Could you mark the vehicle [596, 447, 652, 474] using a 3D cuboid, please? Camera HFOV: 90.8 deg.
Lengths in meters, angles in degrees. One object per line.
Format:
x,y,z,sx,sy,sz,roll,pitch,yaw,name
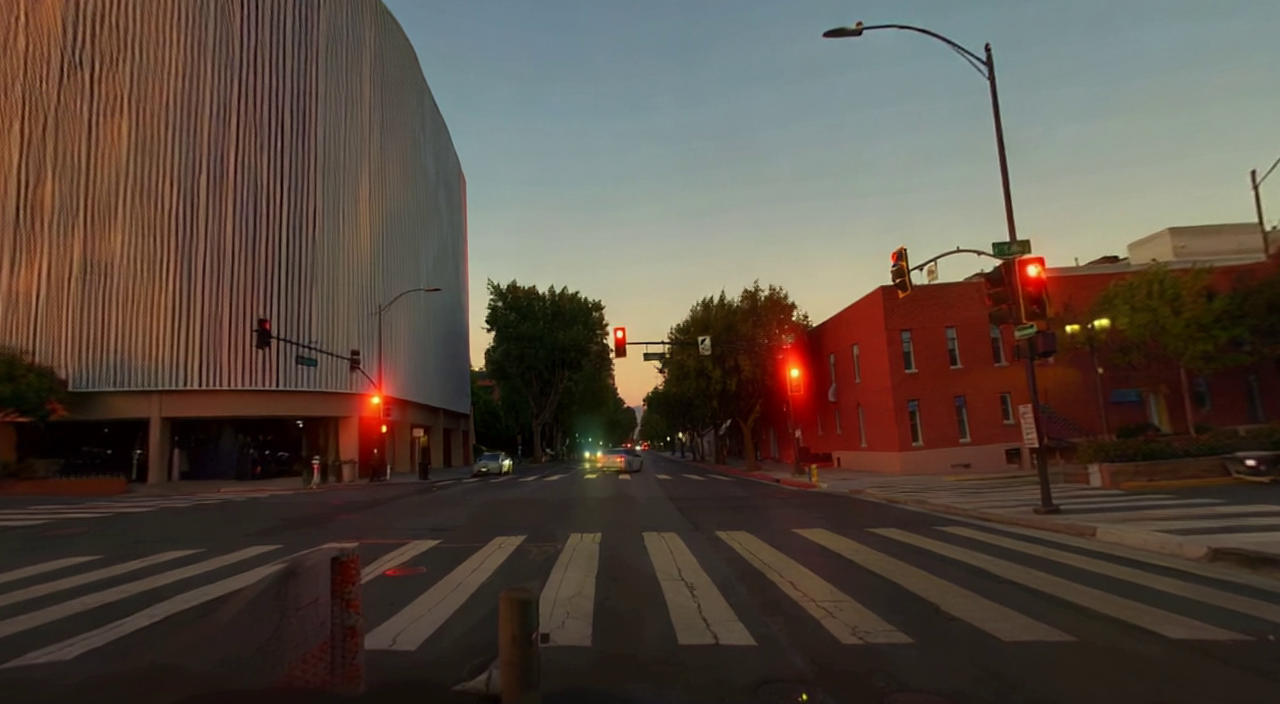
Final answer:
-0.865,6.404,37.660,2.088,1.452,4.833,-3,-9,15,vehicle
